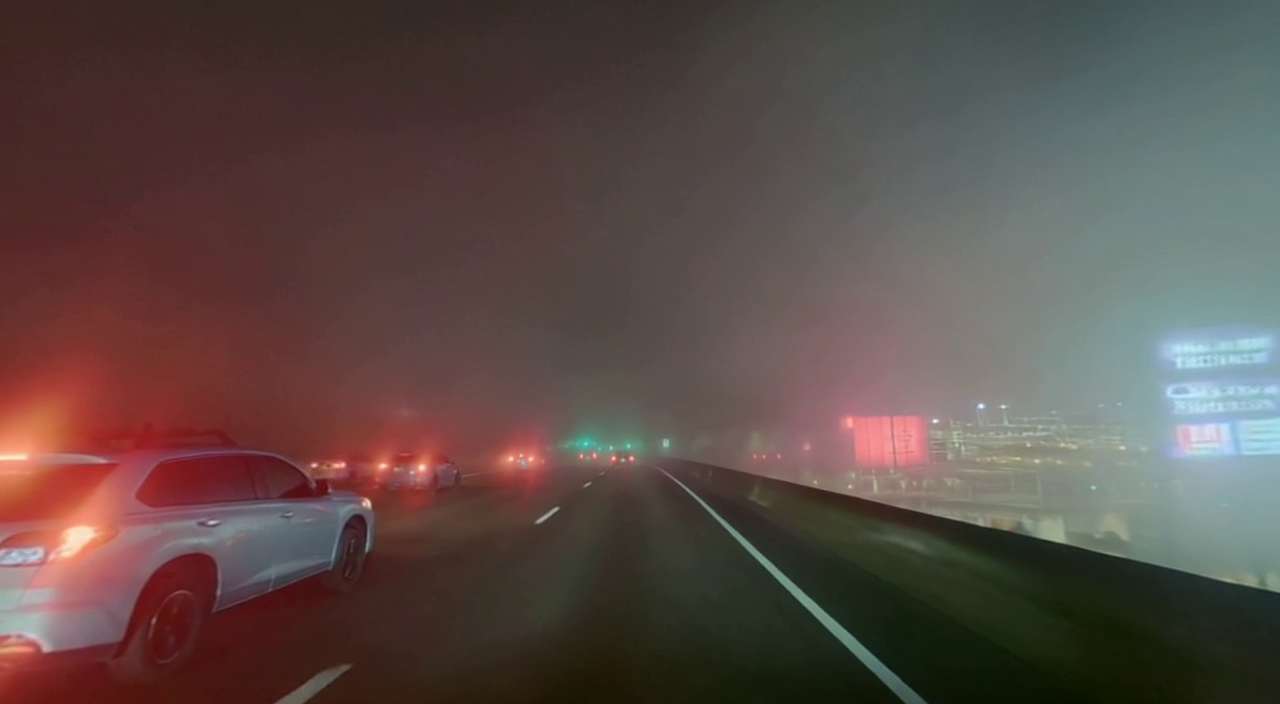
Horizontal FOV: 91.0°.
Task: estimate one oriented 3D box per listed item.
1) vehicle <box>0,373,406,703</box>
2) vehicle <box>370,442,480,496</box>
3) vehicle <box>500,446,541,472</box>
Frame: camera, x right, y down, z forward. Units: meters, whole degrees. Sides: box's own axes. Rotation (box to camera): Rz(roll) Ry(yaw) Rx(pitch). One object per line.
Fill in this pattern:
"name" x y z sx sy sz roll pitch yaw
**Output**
"vehicle" -3.670 1.261 4.635 2.036 1.717 4.592 0 -9 1
"vehicle" -7.169 3.925 21.565 2.075 1.642 4.638 0 -9 1
"vehicle" -8.404 7.561 44.651 2.065 1.689 4.399 0 -9 -1
